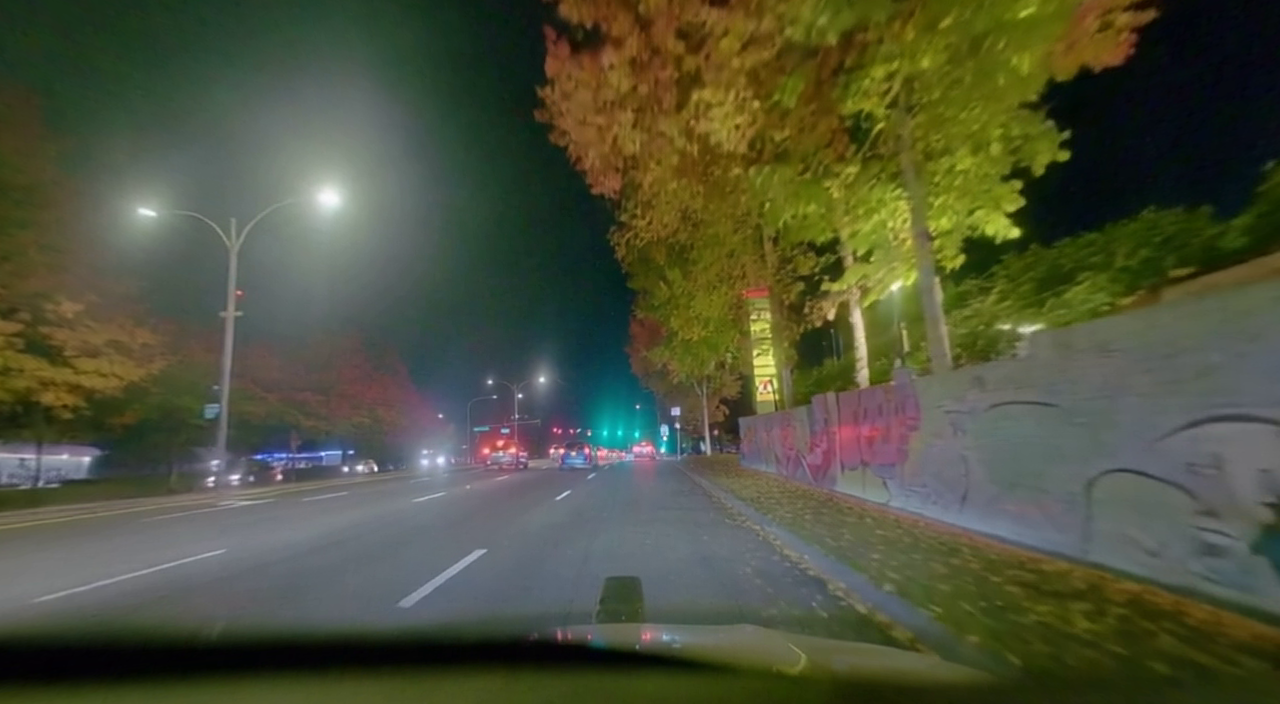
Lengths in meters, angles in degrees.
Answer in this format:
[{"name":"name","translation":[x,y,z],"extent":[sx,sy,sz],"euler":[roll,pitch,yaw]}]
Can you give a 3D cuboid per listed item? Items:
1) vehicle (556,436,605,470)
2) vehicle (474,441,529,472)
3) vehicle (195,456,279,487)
[{"name":"vehicle","translation":[-3.194,5.553,34.697],"extent":[2.165,1.663,4.513],"euler":[0,-9,1]},{"name":"vehicle","translation":[-7.532,5.738,34.681],"extent":[1.932,1.596,4.247],"euler":[0,-9,1]},{"name":"vehicle","translation":[-23.675,7.017,37.176],"extent":[1.955,1.631,4.469],"euler":[0,-9,0]}]
